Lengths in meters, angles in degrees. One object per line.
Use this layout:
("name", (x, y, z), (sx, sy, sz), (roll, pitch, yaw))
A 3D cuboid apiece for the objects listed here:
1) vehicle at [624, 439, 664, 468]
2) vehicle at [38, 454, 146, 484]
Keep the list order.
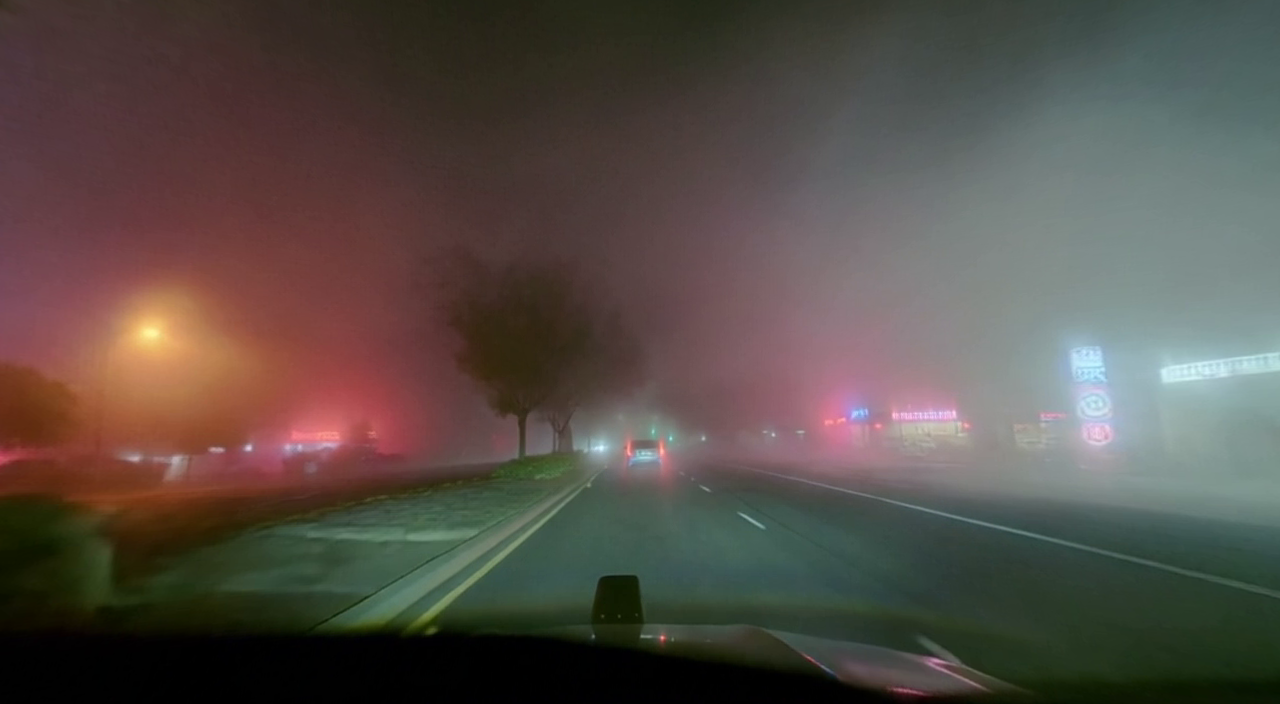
("vehicle", (0.166, 5.428, 33.733), (1.998, 1.452, 3.773), (0, -8, -1))
("vehicle", (-31.099, 6.632, 35.948), (1.873, 1.513, 5.019), (-3, -9, -3))
